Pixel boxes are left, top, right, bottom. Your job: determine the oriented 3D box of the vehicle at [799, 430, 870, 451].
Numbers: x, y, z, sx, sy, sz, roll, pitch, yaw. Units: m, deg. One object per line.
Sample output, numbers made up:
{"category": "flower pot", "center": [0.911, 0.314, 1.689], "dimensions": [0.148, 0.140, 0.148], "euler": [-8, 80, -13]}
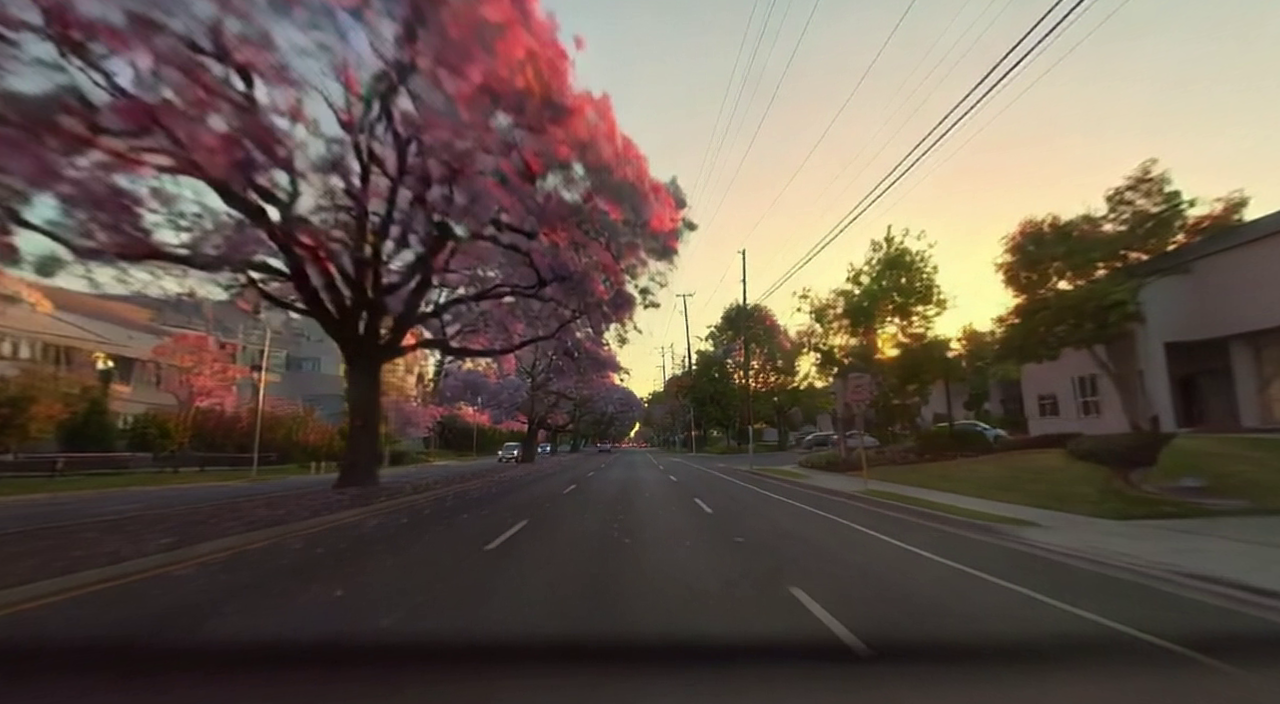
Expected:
{"category": "vehicle", "center": [15.204, 6.954, 49.537], "dimensions": [4.877, 1.592, 1.913], "euler": [0, -8, 2]}
